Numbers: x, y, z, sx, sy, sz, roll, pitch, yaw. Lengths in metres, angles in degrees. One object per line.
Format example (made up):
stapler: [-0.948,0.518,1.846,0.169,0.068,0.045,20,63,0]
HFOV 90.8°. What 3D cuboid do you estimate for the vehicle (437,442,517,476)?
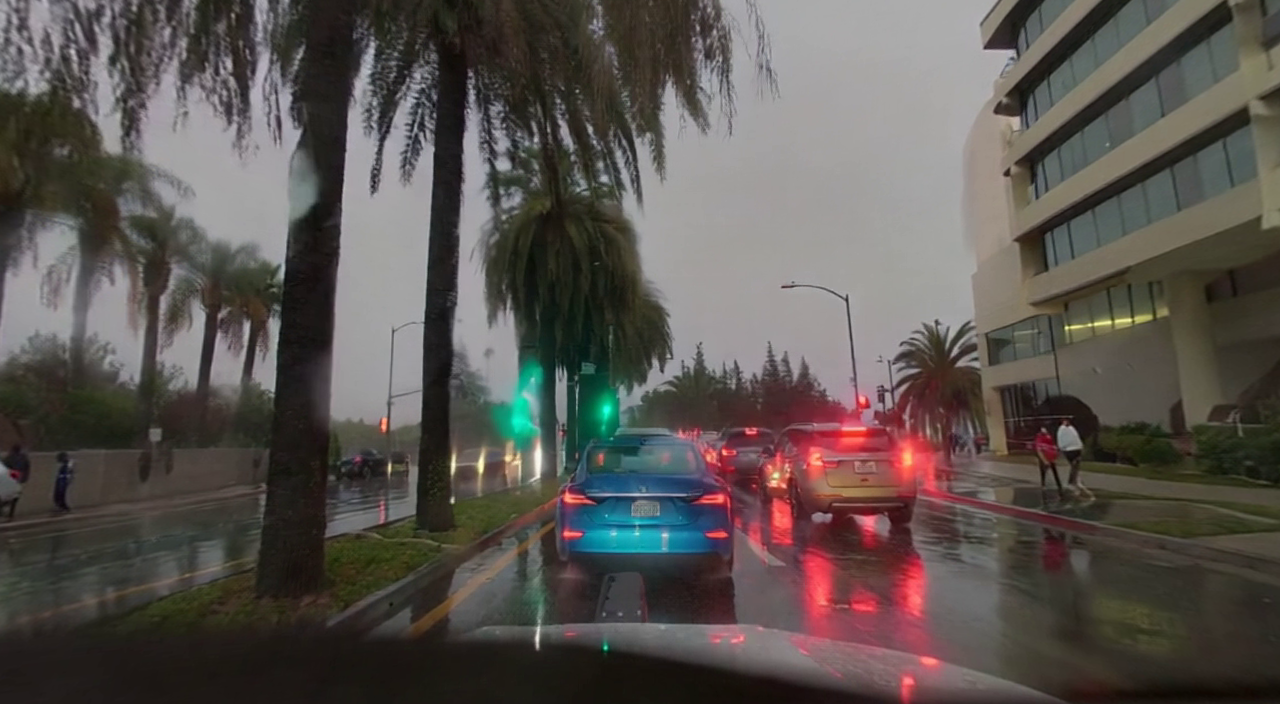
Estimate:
vehicle: [-7.348,4.860,28.948,1.898,1.439,4.540,-1,-8,8]

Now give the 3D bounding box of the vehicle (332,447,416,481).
vehicle: [-13.194,5.558,31.682,1.965,1.507,4.725,-1,-8,3]

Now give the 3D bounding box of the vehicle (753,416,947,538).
vehicle: [3.394,2.109,11.254,2.003,1.733,4.319,0,-8,1]

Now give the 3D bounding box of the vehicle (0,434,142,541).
vehicle: [-13.062,2.718,12.294,2.240,1.964,5.707,-6,-8,0]

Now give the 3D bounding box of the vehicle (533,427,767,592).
vehicle: [0.133,1.712,7.708,2.088,1.452,3.993,0,-8,1]
